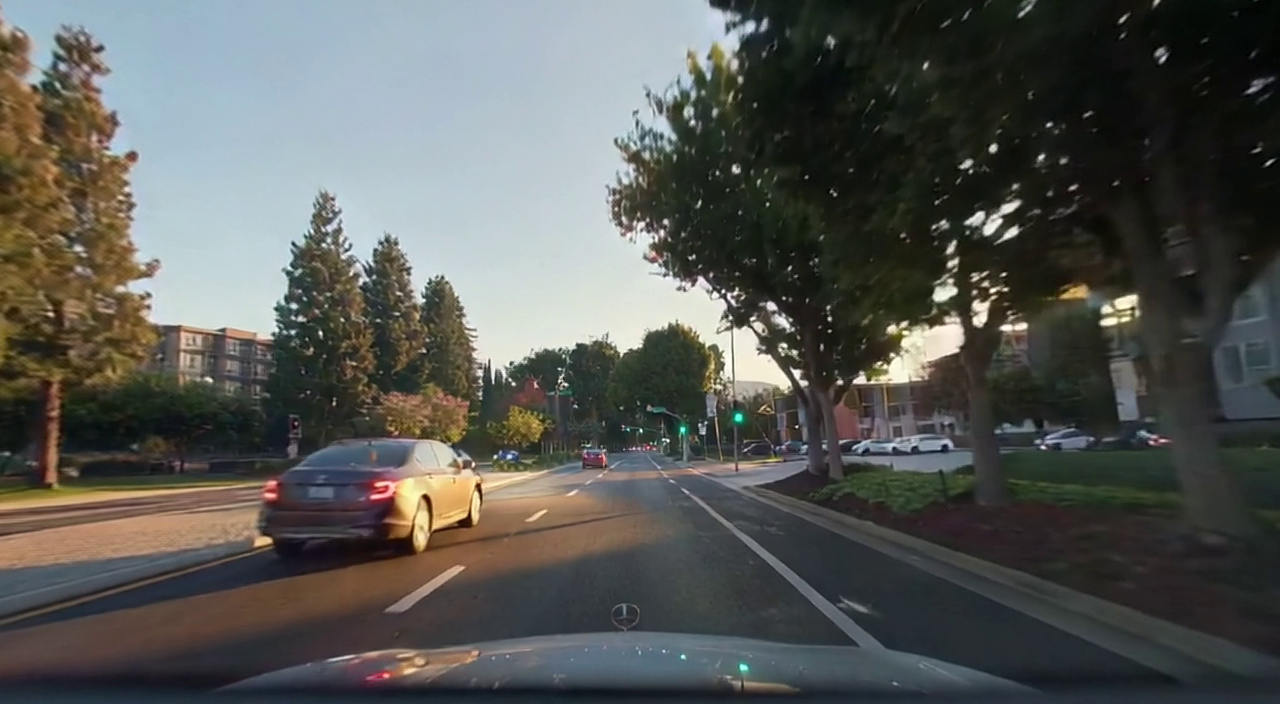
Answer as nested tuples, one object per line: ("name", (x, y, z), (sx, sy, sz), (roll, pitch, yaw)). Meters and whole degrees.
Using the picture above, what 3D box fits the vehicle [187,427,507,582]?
("vehicle", (-3.388, 1.870, 8.690), (2.011, 1.498, 4.914), (0, -9, 1))

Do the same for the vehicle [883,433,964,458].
("vehicle", (19.512, 6.447, 43.593), (4.465, 1.587, 2.178), (0, -11, -6))

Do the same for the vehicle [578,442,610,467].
("vehicle", (-3.433, 7.763, 47.957), (2.138, 1.733, 4.427), (0, -9, 0))

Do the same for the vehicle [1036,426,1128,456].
("vehicle", (27.273, 5.580, 39.218), (1.837, 1.720, 4.764), (1, -9, -7))
